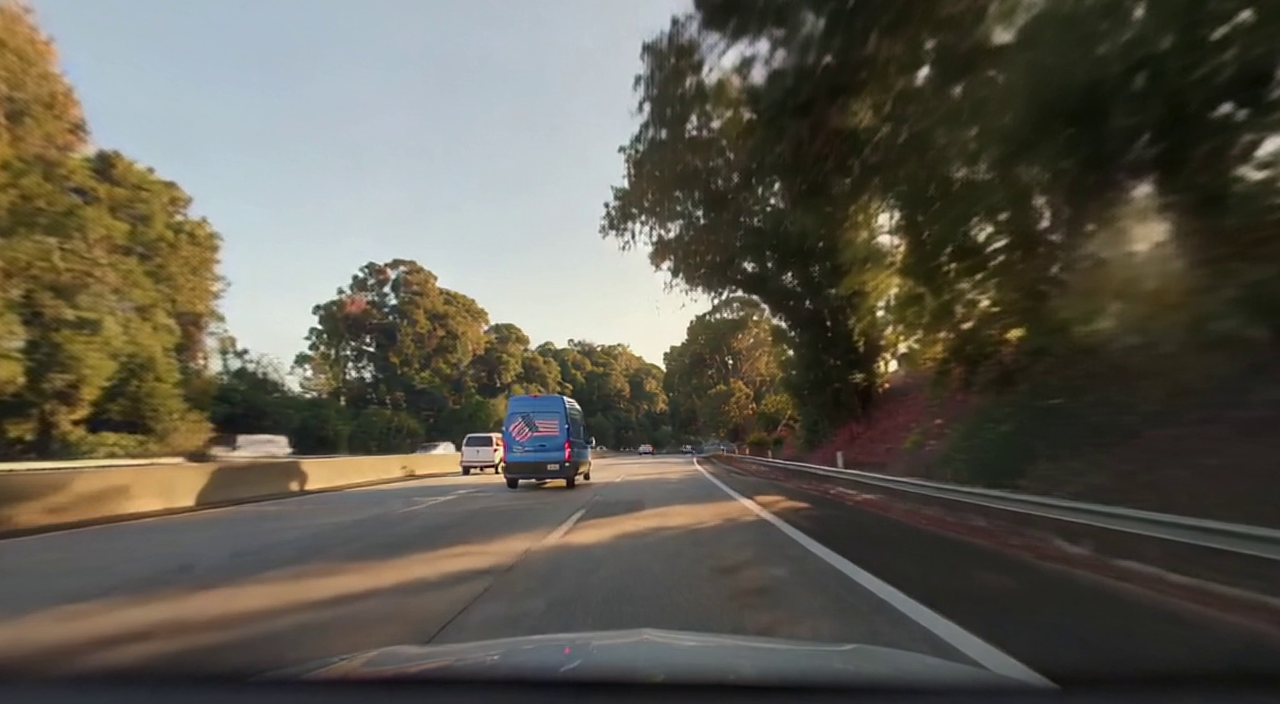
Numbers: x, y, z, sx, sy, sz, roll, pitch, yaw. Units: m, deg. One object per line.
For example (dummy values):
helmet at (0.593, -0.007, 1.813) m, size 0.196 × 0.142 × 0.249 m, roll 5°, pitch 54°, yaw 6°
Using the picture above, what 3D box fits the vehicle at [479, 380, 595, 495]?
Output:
vehicle at (-2.819, 2.572, 18.860) m, size 2.319 × 2.883 × 5.632 m, roll 0°, pitch -8°, yaw 2°

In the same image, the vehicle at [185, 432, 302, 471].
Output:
vehicle at (-20.016, 5.067, 32.232) m, size 2.319 × 1.830 × 5.373 m, roll -1°, pitch -9°, yaw 3°
